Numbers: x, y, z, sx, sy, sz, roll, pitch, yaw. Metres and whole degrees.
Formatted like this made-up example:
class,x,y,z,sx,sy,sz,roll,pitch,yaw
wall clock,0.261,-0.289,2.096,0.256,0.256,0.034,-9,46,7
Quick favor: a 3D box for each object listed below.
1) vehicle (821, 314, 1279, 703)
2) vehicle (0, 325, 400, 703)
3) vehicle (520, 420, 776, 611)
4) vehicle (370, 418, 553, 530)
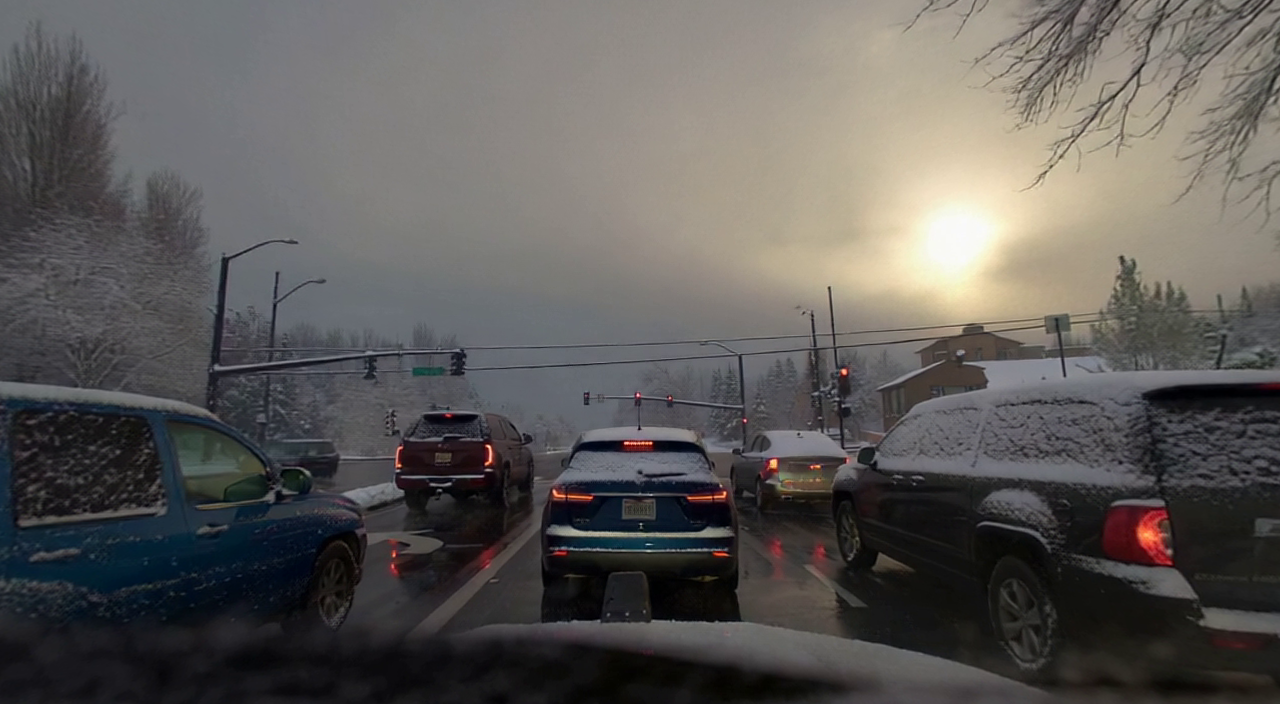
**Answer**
class,x,y,z,sx,sy,sz,roll,pitch,yaw
vehicle,3.215,1.105,4.730,2.141,1.833,4.704,0,-8,-2
vehicle,-3.126,0.954,3.298,1.982,1.721,4.261,0,-8,1
vehicle,0.028,1.591,7.033,2.021,1.490,3.948,0,-8,-1
vehicle,-3.189,2.304,12.452,2.117,1.772,4.619,0,-8,2
